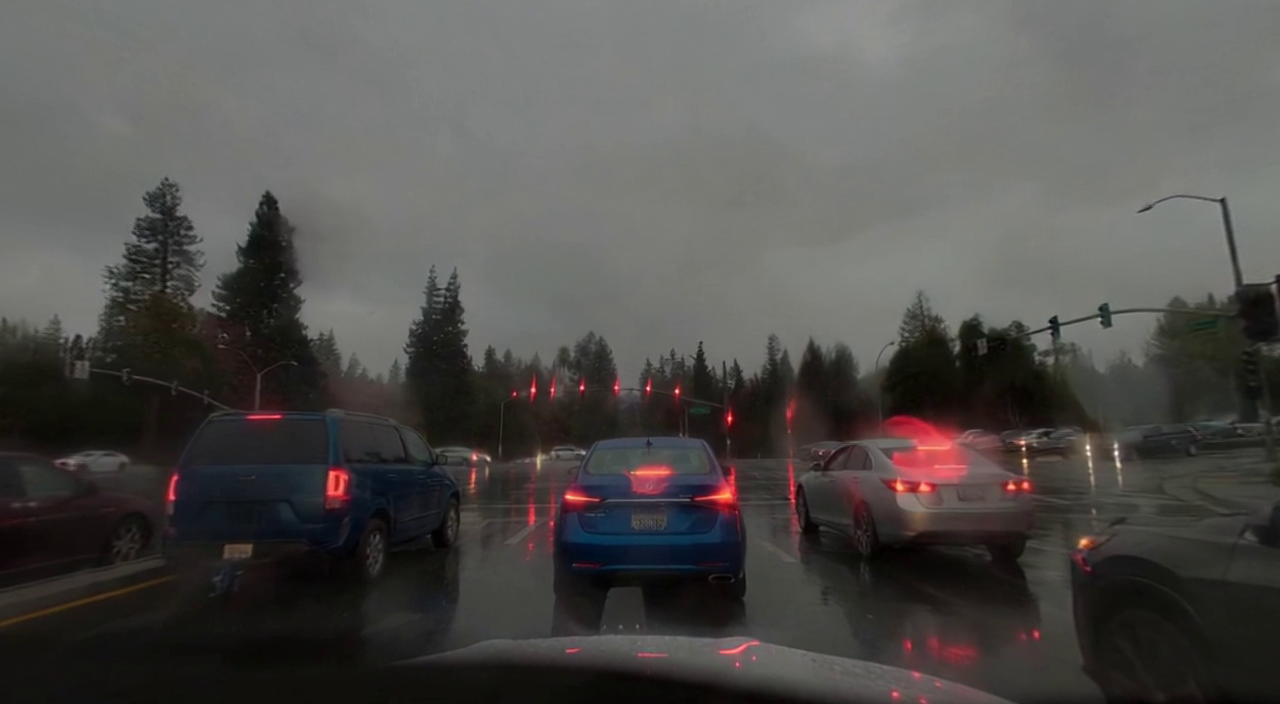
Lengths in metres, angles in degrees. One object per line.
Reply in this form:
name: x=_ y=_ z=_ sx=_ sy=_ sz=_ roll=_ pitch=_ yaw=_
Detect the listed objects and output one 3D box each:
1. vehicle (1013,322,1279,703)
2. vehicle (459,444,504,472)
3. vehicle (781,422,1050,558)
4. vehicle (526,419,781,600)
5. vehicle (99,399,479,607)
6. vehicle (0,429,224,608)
vehicle: x=3.267 y=0.642 z=1.428 sx=2.178 sy=1.691 sz=4.314 roll=0 pitch=-9 yaw=0
vehicle: x=-10.905 y=7.179 z=43.164 sx=2.447 sy=1.755 sz=5.141 roll=3 pitch=-9 yaw=-20
vehicle: x=3.542 y=1.854 z=9.231 sx=1.874 sy=1.487 sz=4.404 roll=0 pitch=-9 yaw=-1
vehicle: x=0.056 y=1.619 z=7.360 sx=2.114 sy=1.482 sz=4.056 roll=0 pitch=-9 yaw=-2
vehicle: x=-3.418 y=1.553 z=7.353 sx=1.958 sy=1.693 sz=4.242 roll=0 pitch=-9 yaw=0
vehicle: x=-6.344 y=1.498 z=5.923 sx=1.857 sy=1.499 sz=4.335 roll=0 pitch=-9 yaw=1
